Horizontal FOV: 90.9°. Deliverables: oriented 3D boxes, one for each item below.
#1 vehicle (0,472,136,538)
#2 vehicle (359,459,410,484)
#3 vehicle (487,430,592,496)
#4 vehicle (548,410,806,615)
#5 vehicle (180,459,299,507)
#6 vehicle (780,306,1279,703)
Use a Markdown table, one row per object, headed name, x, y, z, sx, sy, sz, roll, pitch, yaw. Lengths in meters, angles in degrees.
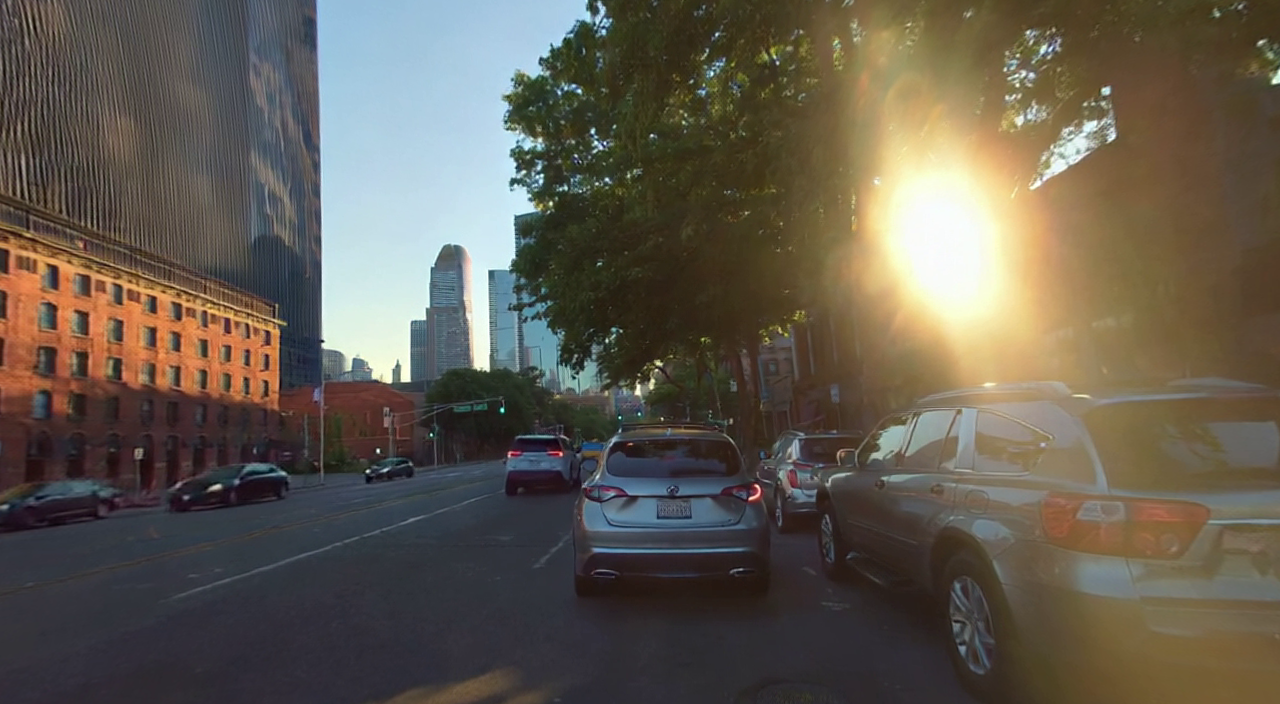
| name | x | y | z | sx | sy | sz | roll | pitch | yaw |
| --- | --- | --- | --- | --- | --- | --- | --- | --- | --- |
| vehicle | -19.507 | 4.833 | 20.409 | 2.274 | 1.708 | 4.863 | 0 | -9 | 1 |
| vehicle | -19.308 | 9.007 | 47.879 | 2.068 | 1.729 | 4.135 | 0 | -9 | 0 |
| vehicle | -3.042 | 3.533 | 20.510 | 2.375 | 1.847 | 5.606 | 0 | -9 | 1 |
| vehicle | 0.238 | 1.546 | 6.873 | 2.045 | 1.608 | 3.573 | 0 | -9 | -2 |
| vehicle | -16.192 | 5.290 | 25.832 | 2.105 | 1.676 | 4.099 | 0 | -9 | 1 |
| vehicle | 2.748 | 1.088 | 4.914 | 2.117 | 1.855 | 4.794 | 0 | -9 | -1 |
